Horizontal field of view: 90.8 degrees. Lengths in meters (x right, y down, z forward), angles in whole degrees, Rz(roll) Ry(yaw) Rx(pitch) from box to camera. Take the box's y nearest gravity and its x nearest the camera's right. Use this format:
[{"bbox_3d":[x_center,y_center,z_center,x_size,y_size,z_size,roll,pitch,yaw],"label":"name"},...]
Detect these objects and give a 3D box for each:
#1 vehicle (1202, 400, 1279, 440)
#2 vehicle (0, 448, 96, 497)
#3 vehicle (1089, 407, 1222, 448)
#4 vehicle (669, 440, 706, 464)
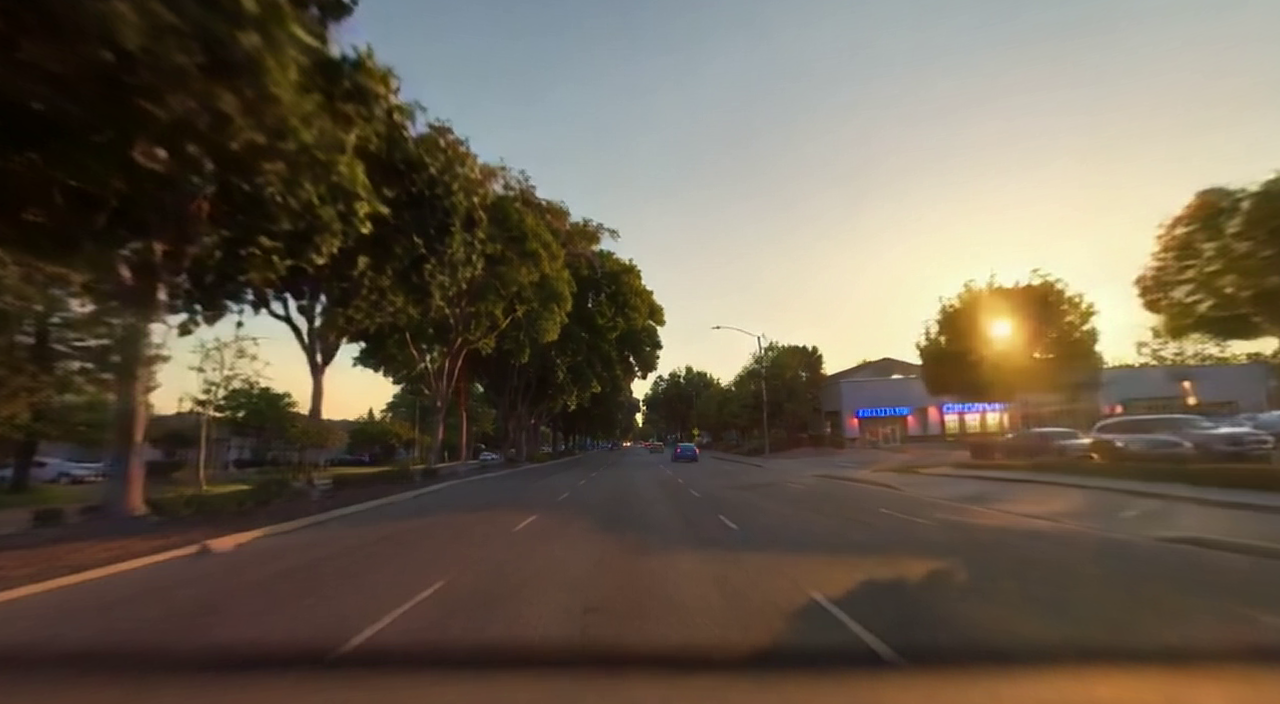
[{"bbox_3d":[27.643,3.001,27.506,2.037,1.633,4.447,0,-8,-3],"label":"vehicle"},{"bbox_3d":[-35.181,6.862,36.402,2.182,2.543,6.006,0,-8,0],"label":"vehicle"},{"bbox_3d":[21.783,3.270,26.982,1.911,1.604,4.411,0,-8,-1],"label":"vehicle"},{"bbox_3d":[3.145,6.746,42.714,2.033,1.482,4.571,0,-8,-2],"label":"vehicle"}]
